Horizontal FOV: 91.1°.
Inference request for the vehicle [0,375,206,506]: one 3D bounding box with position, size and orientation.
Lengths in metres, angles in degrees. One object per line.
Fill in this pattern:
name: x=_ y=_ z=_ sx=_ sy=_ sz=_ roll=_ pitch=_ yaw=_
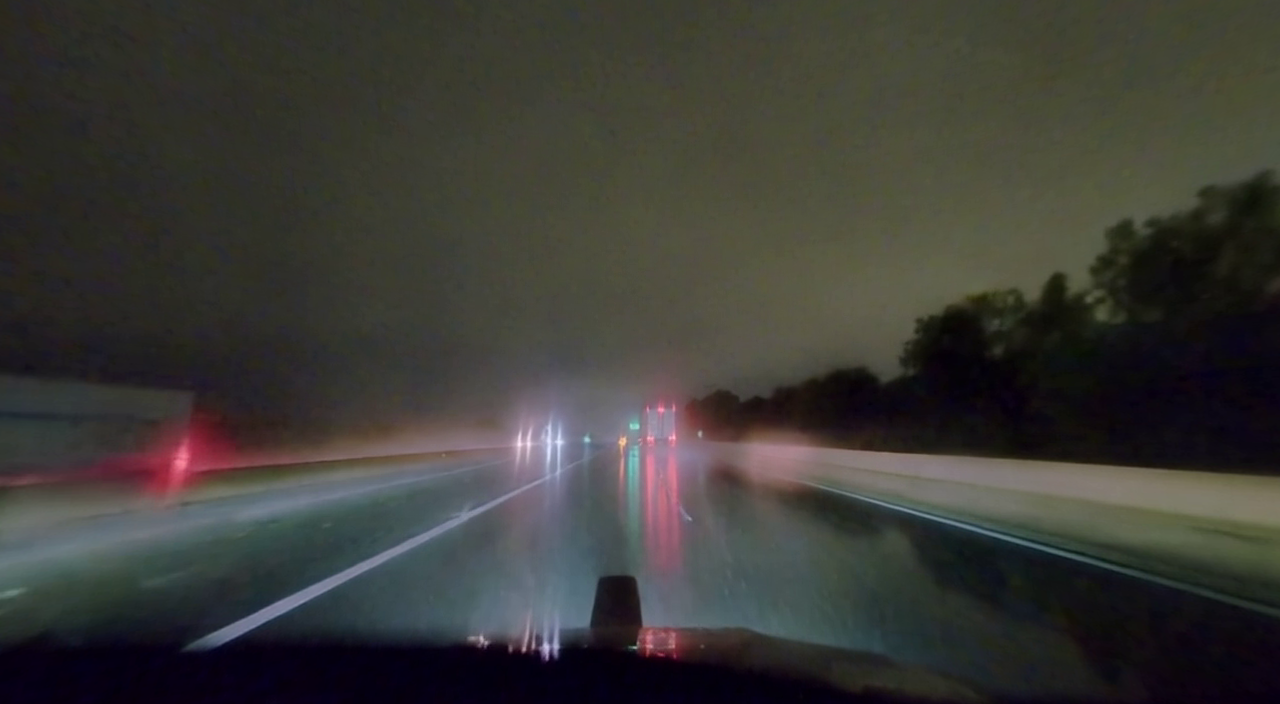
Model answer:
vehicle: x=-19.787 y=3.094 z=22.151 sx=2.903 sy=3.736 sz=8.581 roll=0 pitch=-8 yaw=-1
